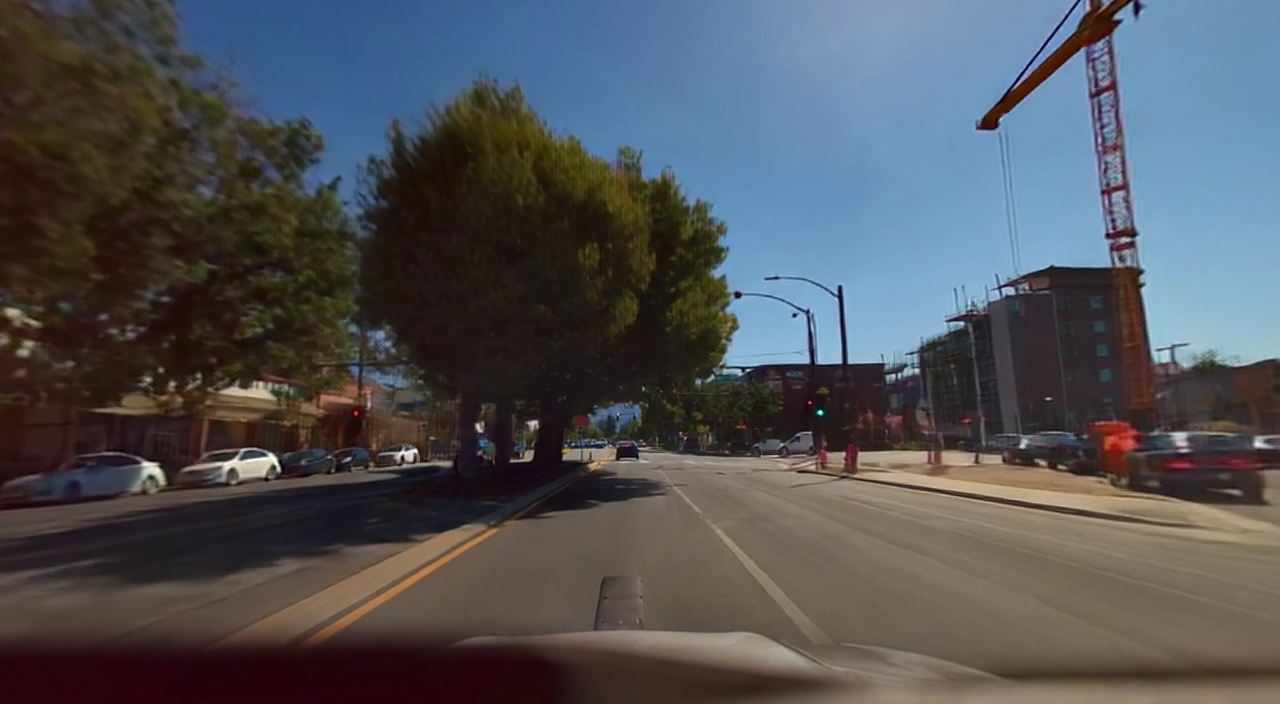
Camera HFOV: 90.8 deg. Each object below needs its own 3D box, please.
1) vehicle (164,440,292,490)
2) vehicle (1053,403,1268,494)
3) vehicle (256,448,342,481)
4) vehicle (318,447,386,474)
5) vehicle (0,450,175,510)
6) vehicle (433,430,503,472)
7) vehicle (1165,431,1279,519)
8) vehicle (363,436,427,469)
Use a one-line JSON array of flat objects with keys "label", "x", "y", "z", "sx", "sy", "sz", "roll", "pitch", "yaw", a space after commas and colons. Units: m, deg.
[{"label": "vehicle", "x": -16.362, "y": 4.485, "z": 25.452, "sx": 2.070, "sy": 1.774, "sz": 4.549, "roll": 0, "pitch": -8, "yaw": 0}, {"label": "vehicle", "x": 15.004, "y": 2.887, "z": 19.024, "sx": 2.798, "sy": 2.168, "sz": 7.202, "roll": -4, "pitch": -9, "yaw": 21}, {"label": "vehicle", "x": -16.577, "y": 5.442, "z": 31.002, "sx": 1.765, "sy": 1.473, "sz": 4.423, "roll": 0, "pitch": -8, "yaw": -1}, {"label": "vehicle", "x": -16.673, "y": 6.263, "z": 36.787, "sx": 1.804, "sy": 1.467, "sz": 4.489, "roll": 0, "pitch": -8, "yaw": 0}, {"label": "vehicle", "x": -16.427, "y": 3.663, "z": 18.615, "sx": 1.780, "sy": 1.493, "sz": 4.703, "roll": 0, "pitch": -8, "yaw": 1}, {"label": "vehicle", "x": -8.817, "y": 5.141, "z": 32.938, "sx": 2.227, "sy": 1.956, "sz": 4.978, "roll": 0, "pitch": -8, "yaw": 0}, {"label": "vehicle", "x": 12.521, "y": 2.323, "z": 12.350, "sx": 1.961, "sy": 1.485, "sz": 4.762, "roll": -3, "pitch": -9, "yaw": 21}, {"label": "vehicle", "x": -16.621, "y": 6.874, "z": 43.220, "sx": 2.190, "sy": 2.069, "sz": 5.804, "roll": 0, "pitch": -8, "yaw": -2}]
